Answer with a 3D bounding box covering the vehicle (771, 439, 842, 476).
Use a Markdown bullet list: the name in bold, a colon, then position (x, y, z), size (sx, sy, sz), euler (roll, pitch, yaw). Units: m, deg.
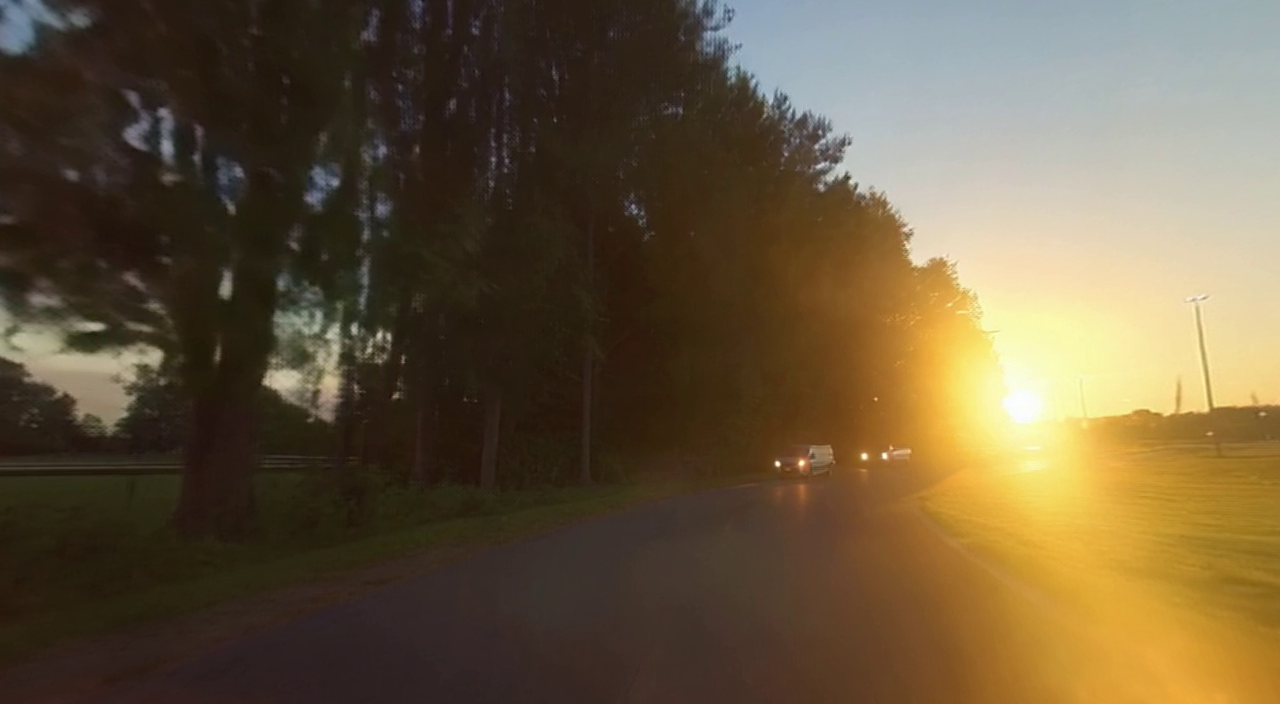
- **vehicle**: position (8.998, 5.624, 33.698), size (1.988, 1.789, 4.257), euler (-6, -11, 40)
